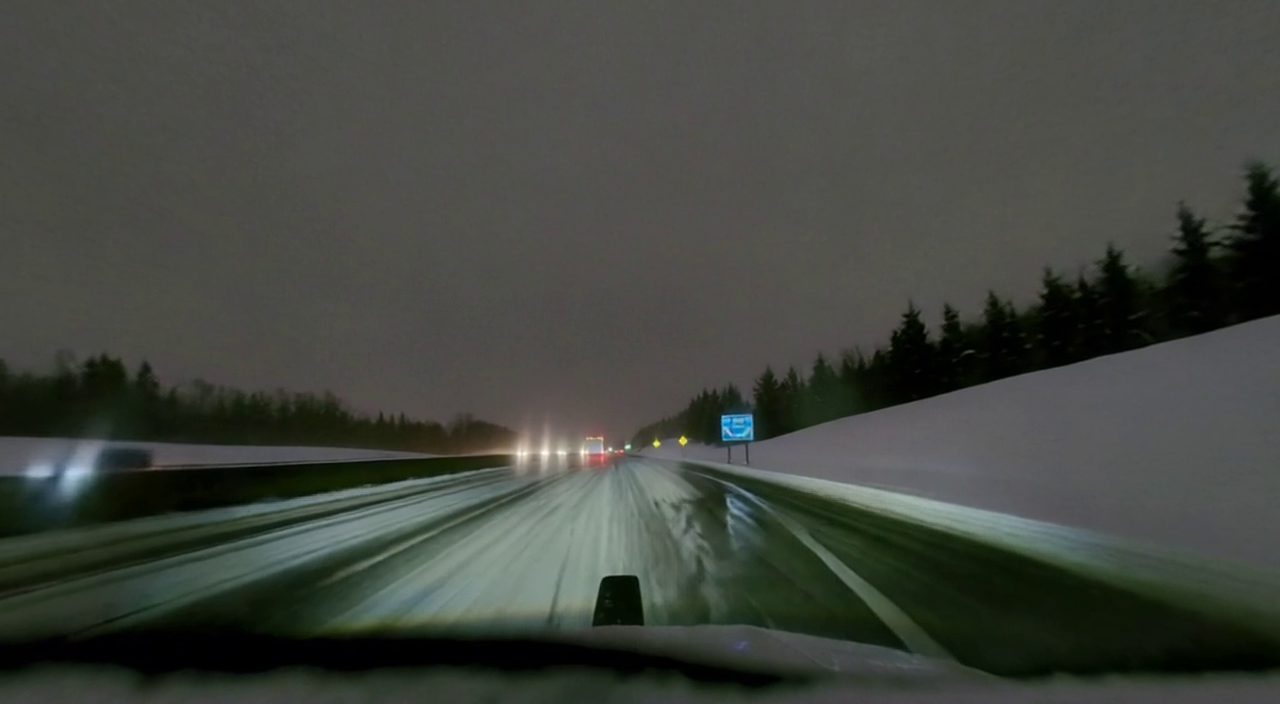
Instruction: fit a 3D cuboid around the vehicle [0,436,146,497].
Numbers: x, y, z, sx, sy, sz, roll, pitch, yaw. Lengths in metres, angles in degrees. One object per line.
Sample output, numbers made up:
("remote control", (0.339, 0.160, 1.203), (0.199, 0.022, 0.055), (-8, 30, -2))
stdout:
("vehicle", (-19.044, 3.740, 20.808), (1.982, 1.775, 4.245), (0, -9, -3))
